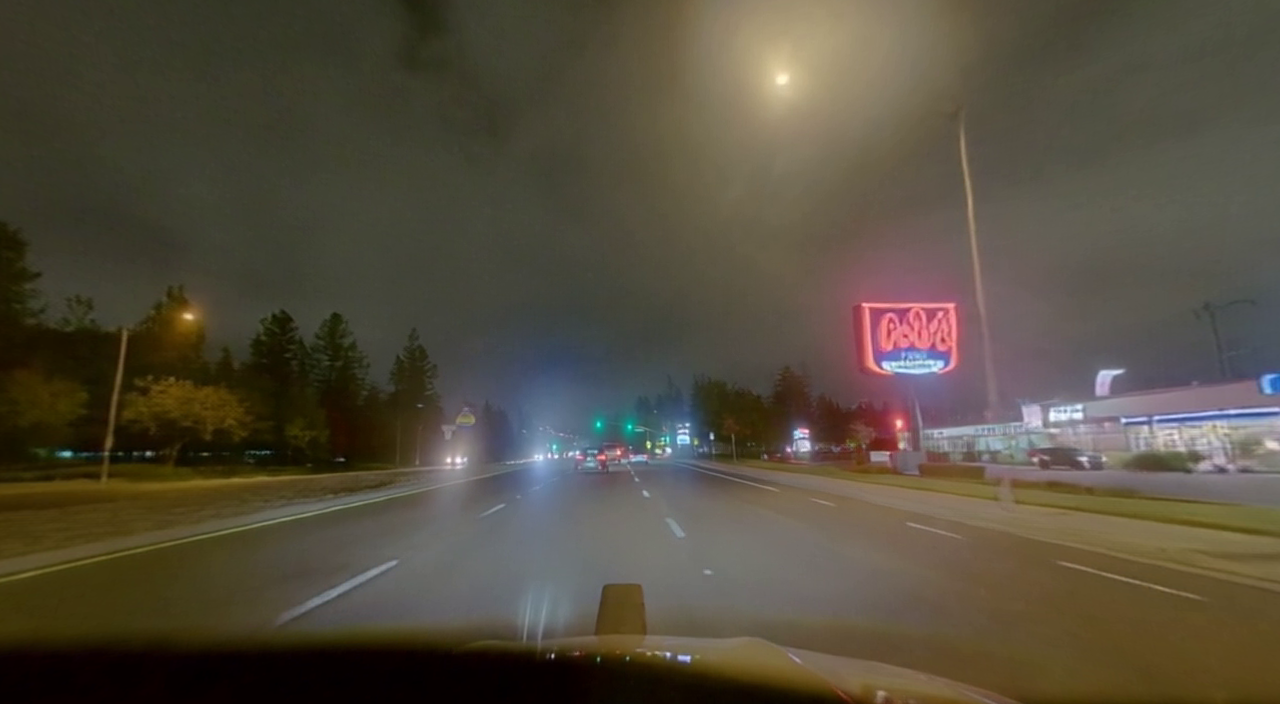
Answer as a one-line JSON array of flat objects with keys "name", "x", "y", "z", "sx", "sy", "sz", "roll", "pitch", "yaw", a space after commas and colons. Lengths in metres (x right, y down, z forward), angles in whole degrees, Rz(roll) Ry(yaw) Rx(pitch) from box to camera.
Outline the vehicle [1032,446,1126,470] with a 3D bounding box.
[{"name": "vehicle", "x": 26.689, "y": 6.416, "z": 38.248, "sx": 4.375, "sy": 1.400, "sz": 2.017, "roll": 1, "pitch": -8, "yaw": -6}]

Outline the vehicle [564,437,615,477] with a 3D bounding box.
[{"name": "vehicle", "x": -2.510, "y": 5.402, "z": 32.555, "sx": 2.222, "sy": 1.899, "sz": 5.006, "roll": 0, "pitch": -8, "yaw": 0}]

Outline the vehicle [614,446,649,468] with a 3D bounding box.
[{"name": "vehicle", "x": -0.657, "y": 7.396, "z": 44.506, "sx": 2.113, "sy": 1.446, "sz": 4.309, "roll": 1, "pitch": -8, "yaw": -6}]
